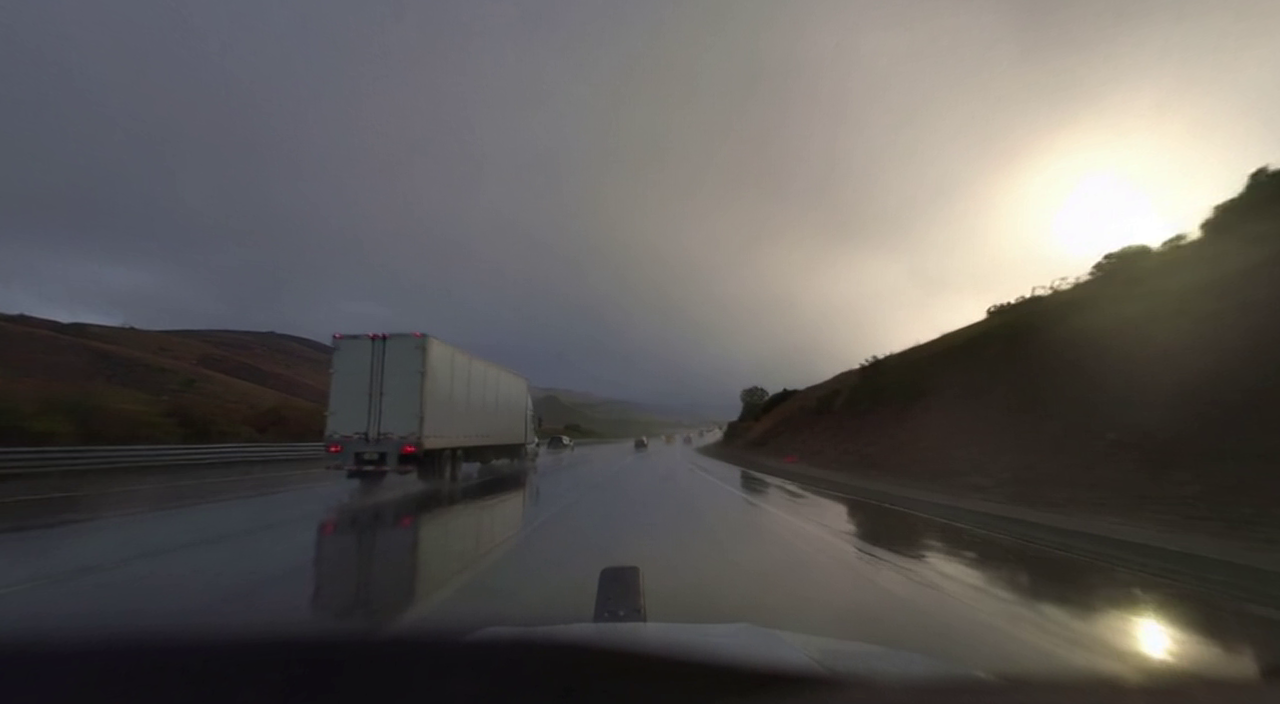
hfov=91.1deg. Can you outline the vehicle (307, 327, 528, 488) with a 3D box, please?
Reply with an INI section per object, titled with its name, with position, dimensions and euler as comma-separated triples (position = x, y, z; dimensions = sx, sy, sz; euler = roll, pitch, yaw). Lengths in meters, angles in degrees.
[vehicle]
position = -6.323, 2.092, 20.649
dimensions = 2.981, 3.860, 11.022
euler = 0, -8, 1
